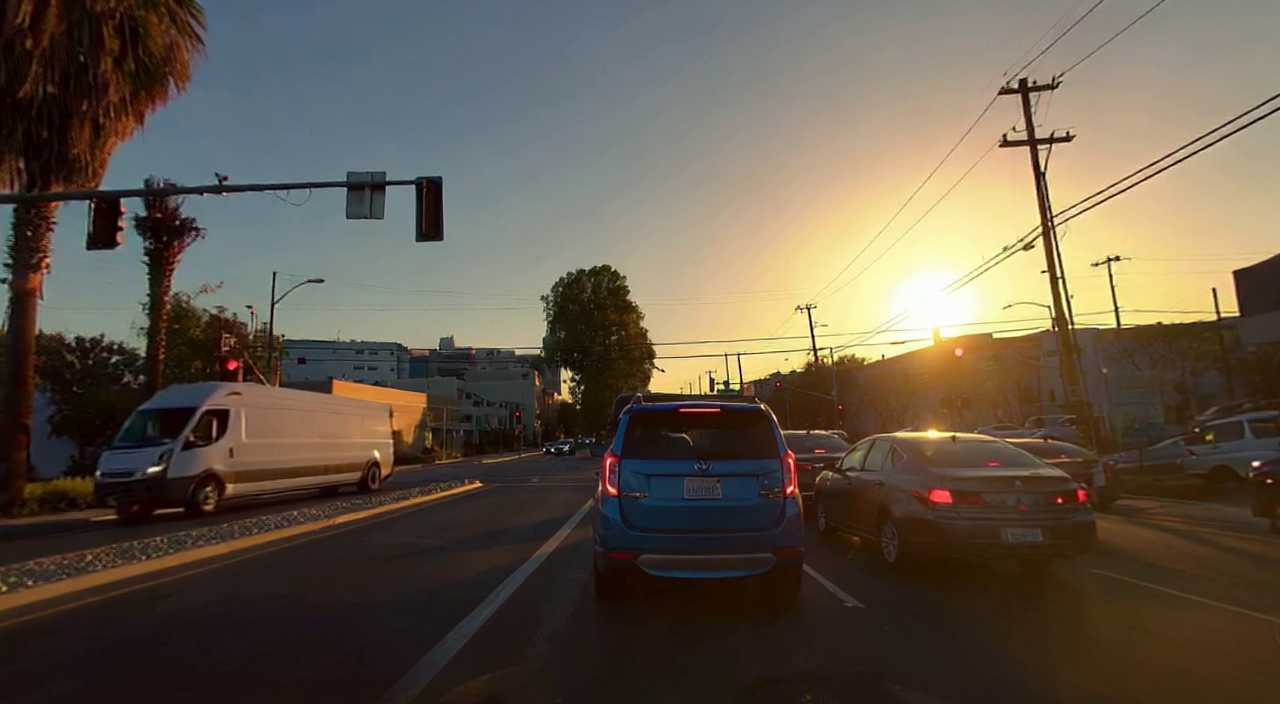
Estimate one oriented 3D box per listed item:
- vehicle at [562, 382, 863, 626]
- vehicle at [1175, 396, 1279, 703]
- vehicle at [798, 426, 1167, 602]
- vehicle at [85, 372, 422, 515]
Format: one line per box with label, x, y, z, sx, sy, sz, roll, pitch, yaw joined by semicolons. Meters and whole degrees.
vehicle;0.461;1.438;6.880;2.228;1.780;4.269;0;-9;-2
vehicle;3.365;0.651;0.664;1.805;1.485;4.348;0;-9;1
vehicle;3.440;1.686;7.503;1.895;1.456;4.255;0;-9;-2
vehicle;-12.764;3.367;23.190;2.973;3.889;11.535;-2;-9;14
